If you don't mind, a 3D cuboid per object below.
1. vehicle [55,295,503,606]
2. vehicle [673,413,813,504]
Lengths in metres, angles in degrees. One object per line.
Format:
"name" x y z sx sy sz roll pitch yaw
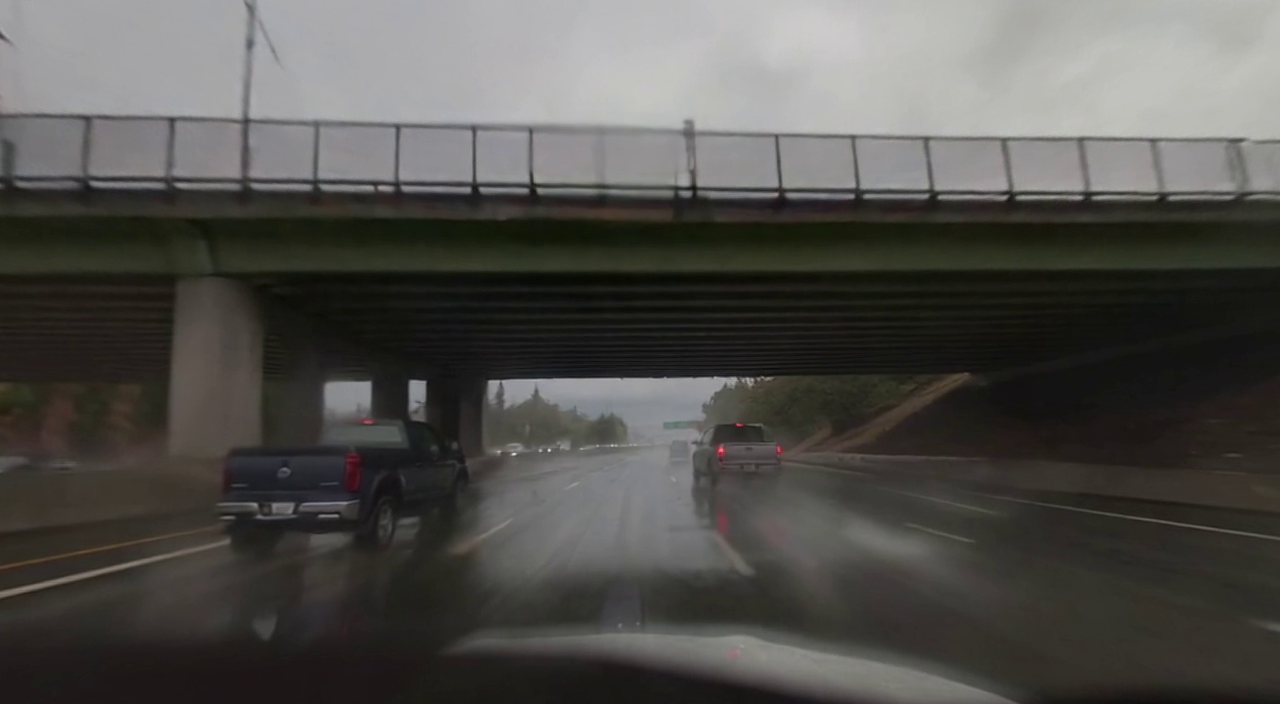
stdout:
"vehicle" -3.729 1.271 8.517 2.369 2.682 6.088 0 -9 0
"vehicle" 2.492 2.864 17.365 2.693 2.044 5.882 0 -9 -2
